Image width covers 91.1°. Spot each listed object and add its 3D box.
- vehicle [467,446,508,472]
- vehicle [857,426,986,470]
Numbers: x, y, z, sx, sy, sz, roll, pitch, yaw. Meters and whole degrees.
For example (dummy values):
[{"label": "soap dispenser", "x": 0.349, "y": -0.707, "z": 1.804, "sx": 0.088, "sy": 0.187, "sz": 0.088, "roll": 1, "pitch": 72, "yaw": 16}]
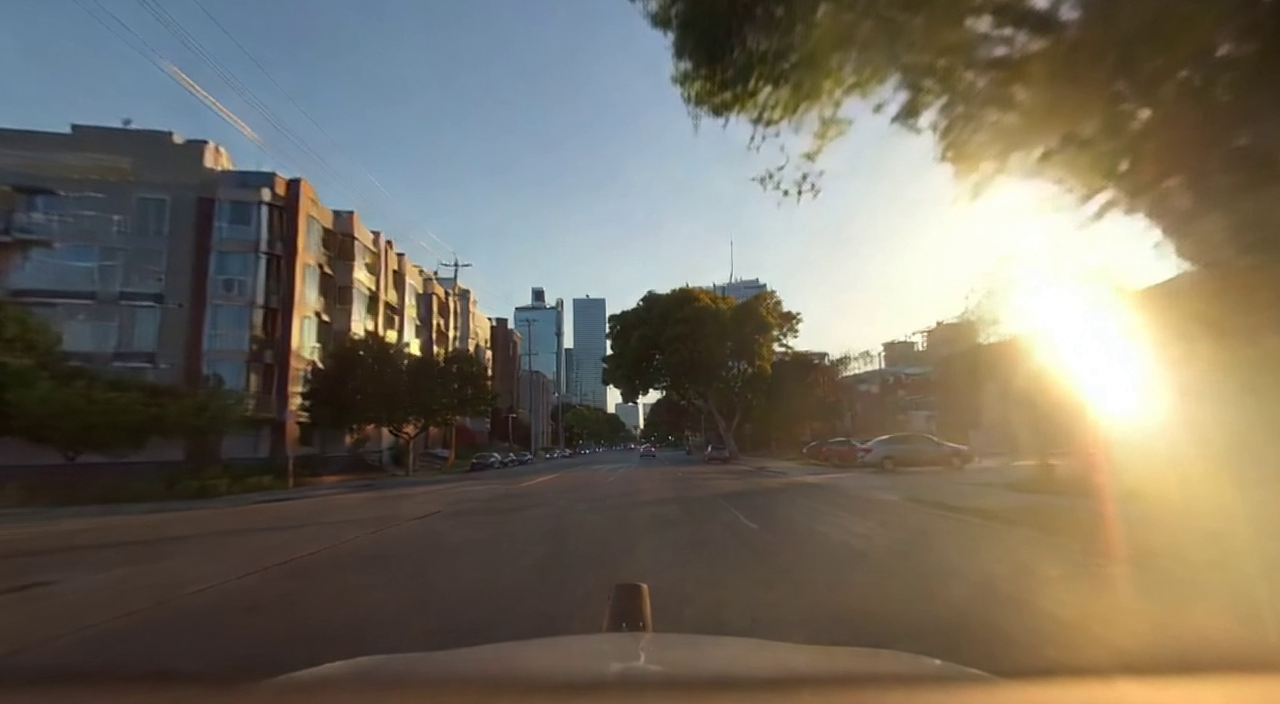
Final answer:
[{"label": "vehicle", "x": -11.701, "y": 8.184, "z": 48.478, "sx": 1.979, "sy": 1.759, "sz": 4.435, "roll": -4, "pitch": -8, "yaw": 1}, {"label": "vehicle", "x": 13.120, "y": 4.514, "z": 29.552, "sx": 5.015, "sy": 1.934, "sz": 2.150, "roll": -1, "pitch": -8, "yaw": 3}]
